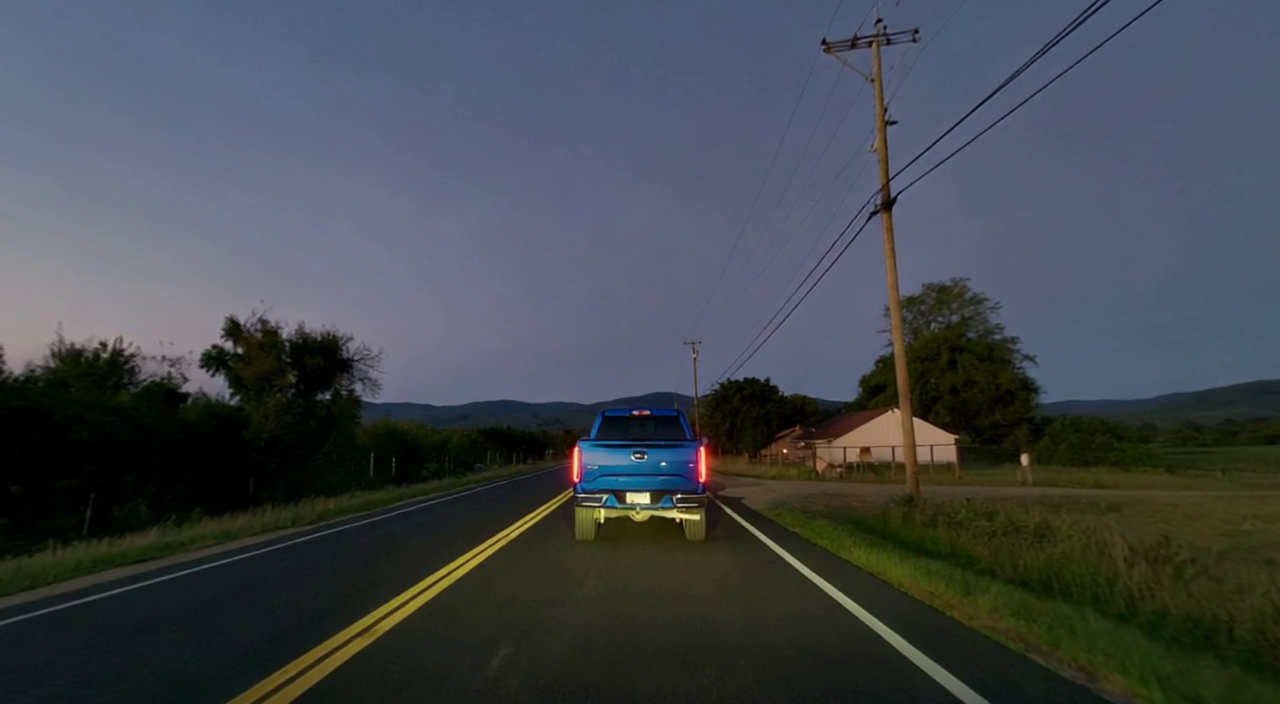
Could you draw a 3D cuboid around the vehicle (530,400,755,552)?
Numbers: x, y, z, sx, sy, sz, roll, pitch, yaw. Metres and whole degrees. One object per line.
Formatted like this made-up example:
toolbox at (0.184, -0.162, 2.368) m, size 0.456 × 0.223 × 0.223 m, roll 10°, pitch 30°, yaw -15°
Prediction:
vehicle at (-0.013, 1.967, 10.833) m, size 2.774 × 1.861 × 5.885 m, roll 0°, pitch -8°, yaw -1°
